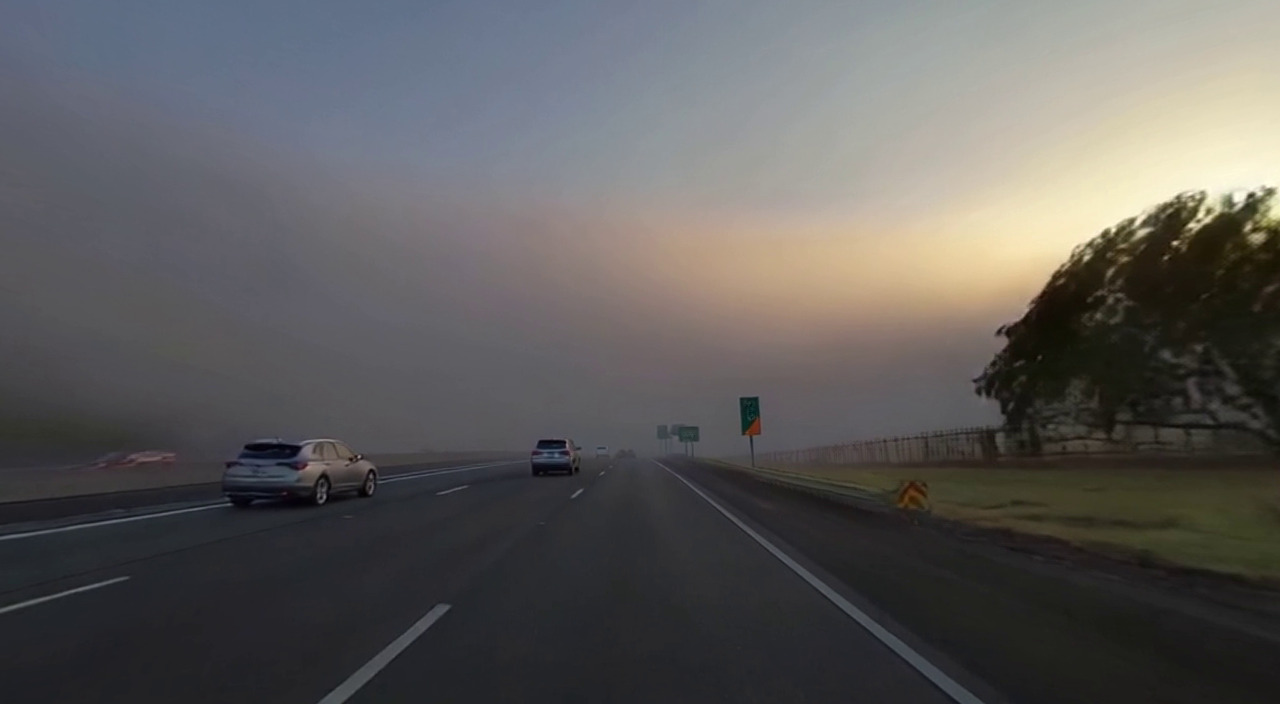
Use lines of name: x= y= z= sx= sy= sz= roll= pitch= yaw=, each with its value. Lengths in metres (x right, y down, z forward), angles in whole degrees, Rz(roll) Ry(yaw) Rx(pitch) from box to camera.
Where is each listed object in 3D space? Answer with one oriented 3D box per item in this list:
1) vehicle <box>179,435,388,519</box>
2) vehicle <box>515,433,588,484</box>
vehicle: x=-7.431 y=2.632 z=13.855 sx=1.930 sy=1.508 sz=4.567 roll=0 pitch=-9 yaw=0
vehicle: x=-3.241 y=4.024 z=24.169 sx=2.029 sy=1.753 sz=4.718 roll=0 pitch=-9 yaw=1
